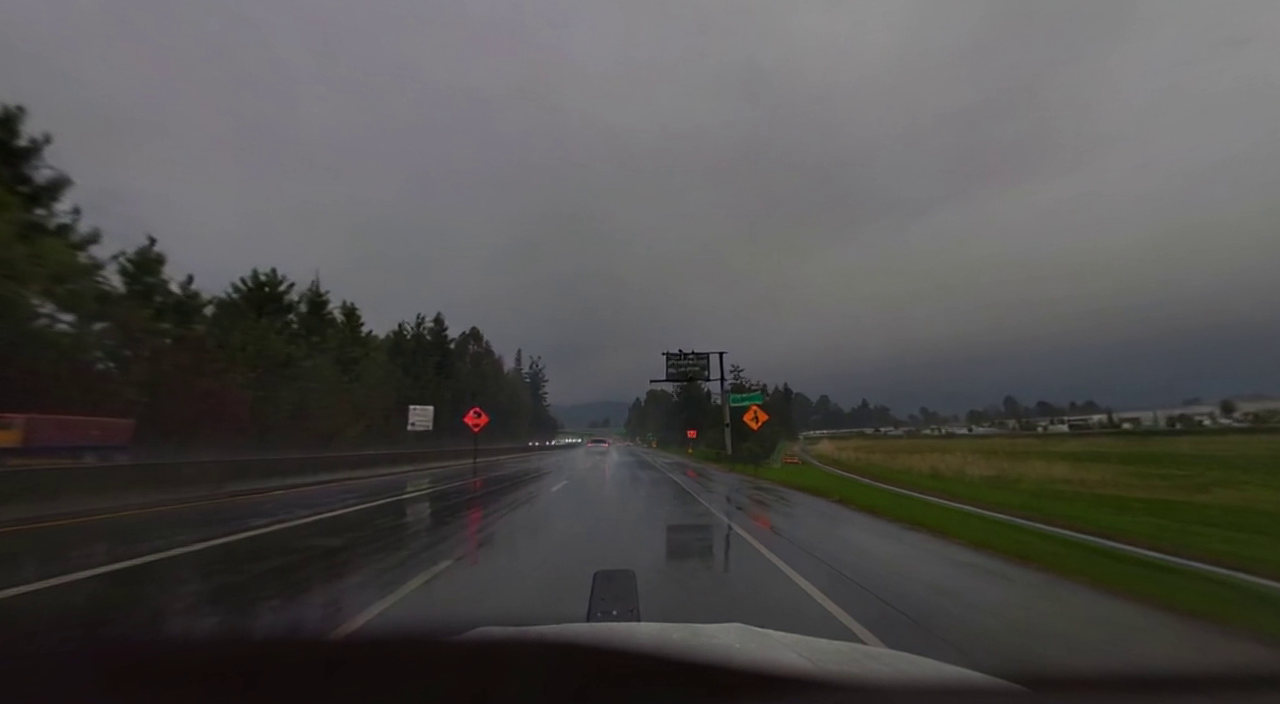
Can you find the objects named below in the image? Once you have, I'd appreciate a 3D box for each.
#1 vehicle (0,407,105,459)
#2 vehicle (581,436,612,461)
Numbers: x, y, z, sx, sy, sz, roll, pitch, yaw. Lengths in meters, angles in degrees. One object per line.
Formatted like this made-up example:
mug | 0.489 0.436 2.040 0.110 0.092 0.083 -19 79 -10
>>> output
vehicle | -38.978 5.129 39.345 2.930 3.039 9.292 0 -8 0
vehicle | -3.338 7.456 48.980 2.188 1.825 4.282 0 -8 -2
